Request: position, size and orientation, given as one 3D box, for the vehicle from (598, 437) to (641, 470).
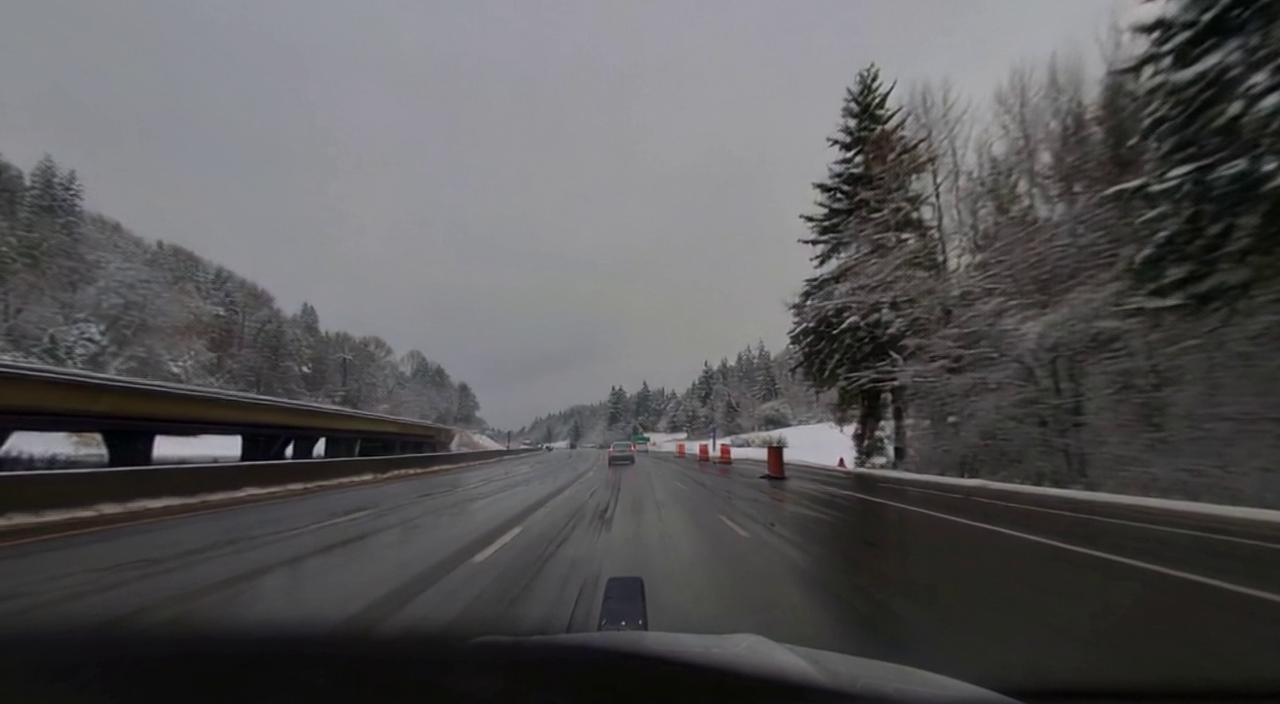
[{"bbox_3d":[-1.256,5.943,37.229,2.328,1.805,4.502,0,-8,-3],"label":"vehicle"}]
